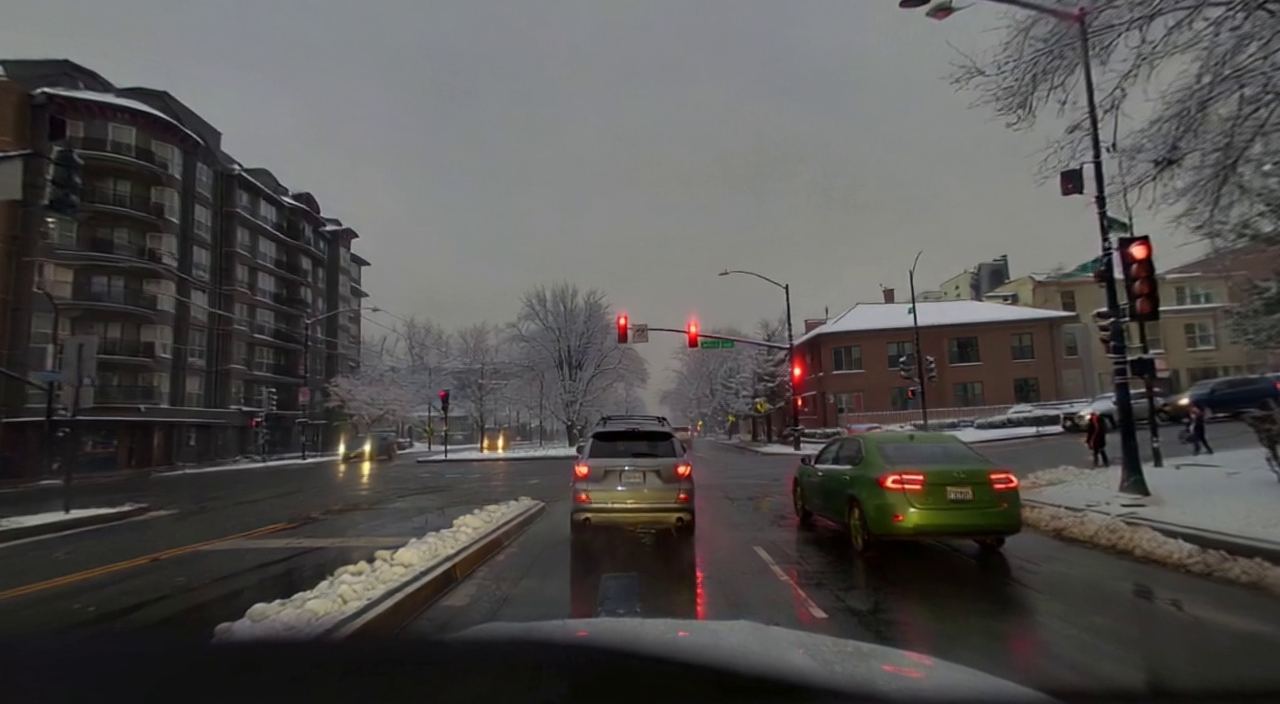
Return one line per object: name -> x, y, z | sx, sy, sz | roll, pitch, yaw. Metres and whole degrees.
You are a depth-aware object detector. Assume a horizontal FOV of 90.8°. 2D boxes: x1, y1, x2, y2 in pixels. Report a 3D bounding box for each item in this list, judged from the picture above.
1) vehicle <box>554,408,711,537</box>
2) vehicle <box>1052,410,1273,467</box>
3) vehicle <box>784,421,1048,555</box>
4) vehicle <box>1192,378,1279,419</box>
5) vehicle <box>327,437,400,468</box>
vehicle -> -0.071, 1.979, 10.893 | 2.168, 1.776, 4.135 | 0, -9, 1
vehicle -> 14.284, 2.408, 17.484 | 4.354, 1.466, 1.863 | 0, -9, 2
vehicle -> 3.716, 1.915, 9.616 | 1.987, 1.538, 4.510 | 0, -9, 0
vehicle -> 26.675, 2.024, 27.057 | 4.287, 1.639, 1.729 | 0, -9, 1
vehicle -> -16.466, 6.019, 37.874 | 2.132, 1.710, 4.504 | -1, -9, 3
